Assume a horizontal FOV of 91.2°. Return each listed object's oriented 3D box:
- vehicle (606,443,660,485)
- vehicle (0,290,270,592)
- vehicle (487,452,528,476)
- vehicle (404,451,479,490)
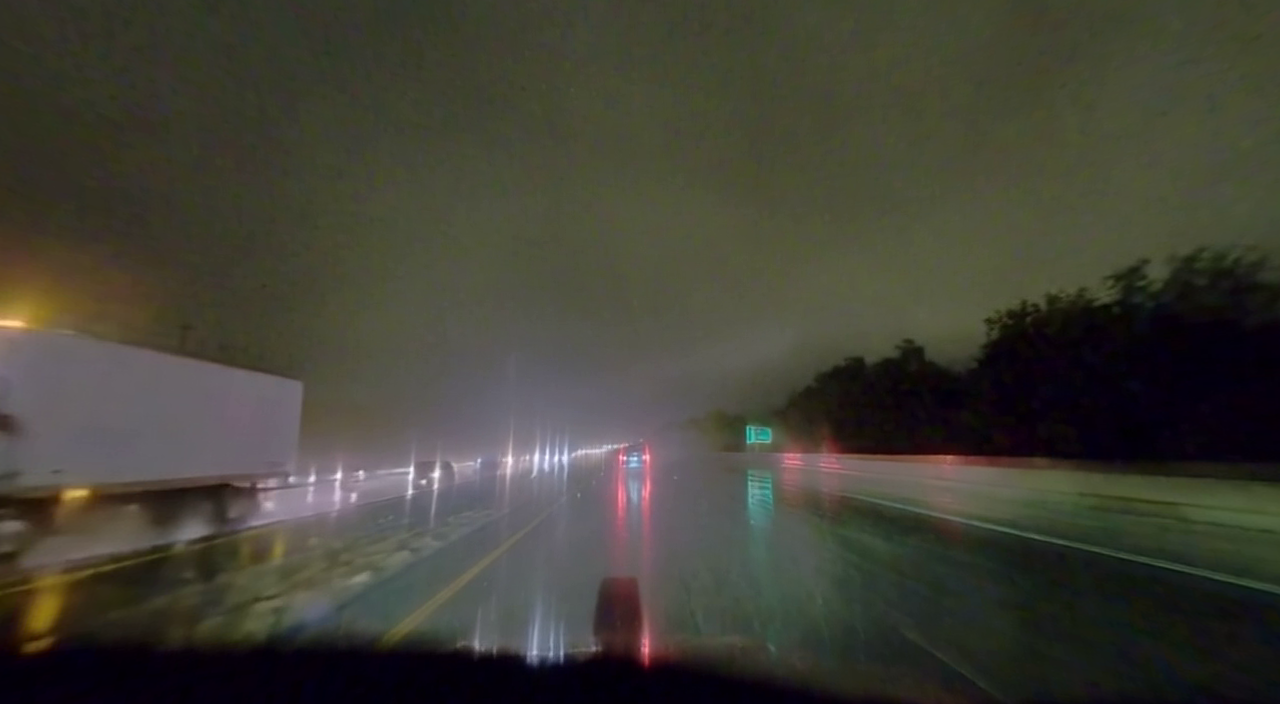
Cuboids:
[{"bbox_3d":[-0.279,4.411,24.945,1.971,1.518,4.108,0,-9,-1],"label":"vehicle"},{"bbox_3d":[-8.651,1.241,8.556,2.739,3.387,7.184,0,-9,0],"label":"vehicle"},{"bbox_3d":[-8.812,7.448,42.005,1.873,1.488,4.057,0,-9,0],"label":"vehicle"},{"bbox_3d":[-8.901,5.320,28.482,1.923,1.545,4.492,0,-9,0],"label":"vehicle"}]
